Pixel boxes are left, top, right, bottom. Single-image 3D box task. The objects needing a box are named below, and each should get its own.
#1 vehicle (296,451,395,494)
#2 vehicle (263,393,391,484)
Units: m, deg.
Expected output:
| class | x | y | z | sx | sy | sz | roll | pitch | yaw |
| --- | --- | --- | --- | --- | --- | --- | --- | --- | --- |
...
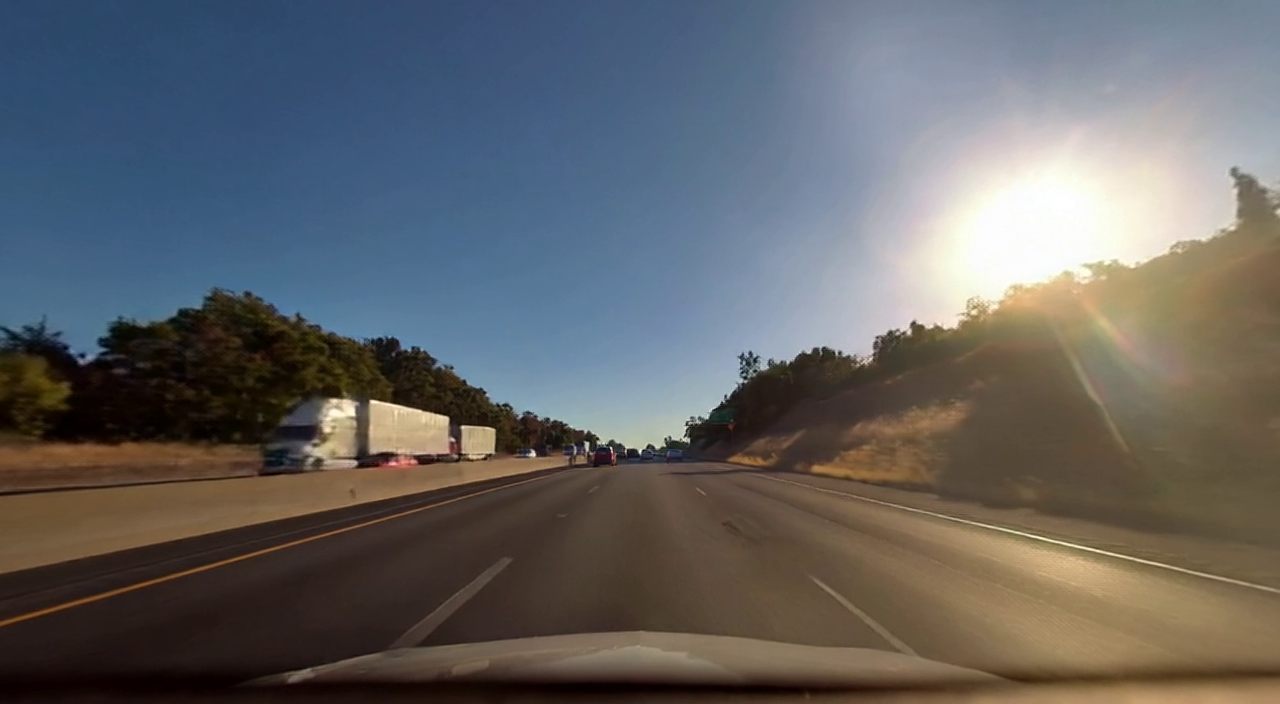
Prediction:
| class | x | y | z | sx | sy | sz | roll | pitch | yaw |
| --- | --- | --- | --- | --- | --- | --- | --- | --- | --- |
| vehicle | -10.665 | 4.371 | 23.131 | 1.781 | 1.437 | 3.666 | 0 | -9 | 1 |
| vehicle | -15.149 | 4.317 | 31.153 | 3.014 | 4.037 | 5.894 | 0 | -9 | 1 |
